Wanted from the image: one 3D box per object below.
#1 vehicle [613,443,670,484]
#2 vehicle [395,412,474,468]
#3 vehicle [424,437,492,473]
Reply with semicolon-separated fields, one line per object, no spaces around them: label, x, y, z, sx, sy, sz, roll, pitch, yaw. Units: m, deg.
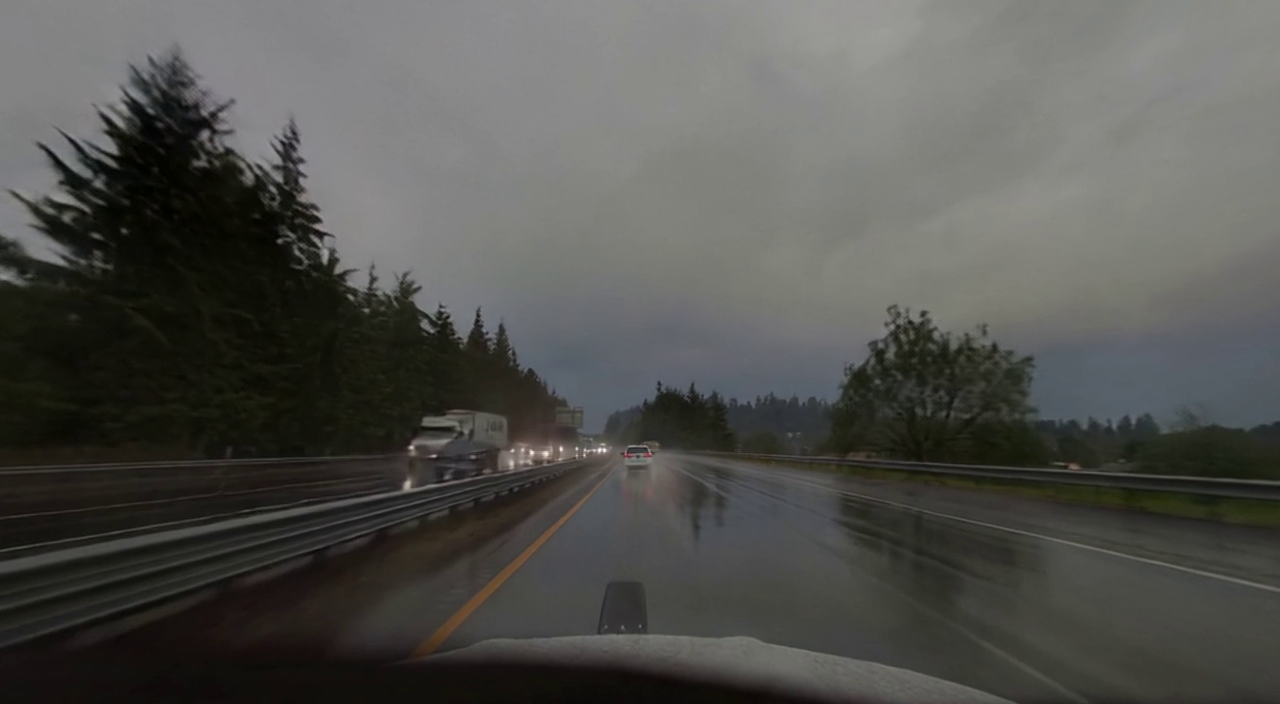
vehicle;0.048;4.496;25.704;2.114;1.523;4.012;0;-9;0
vehicle;-13.318;5.832;41.550;2.649;3.362;7.432;0;-9;0
vehicle;-8.753;5.016;30.746;1.984;1.613;4.329;0;-9;1
